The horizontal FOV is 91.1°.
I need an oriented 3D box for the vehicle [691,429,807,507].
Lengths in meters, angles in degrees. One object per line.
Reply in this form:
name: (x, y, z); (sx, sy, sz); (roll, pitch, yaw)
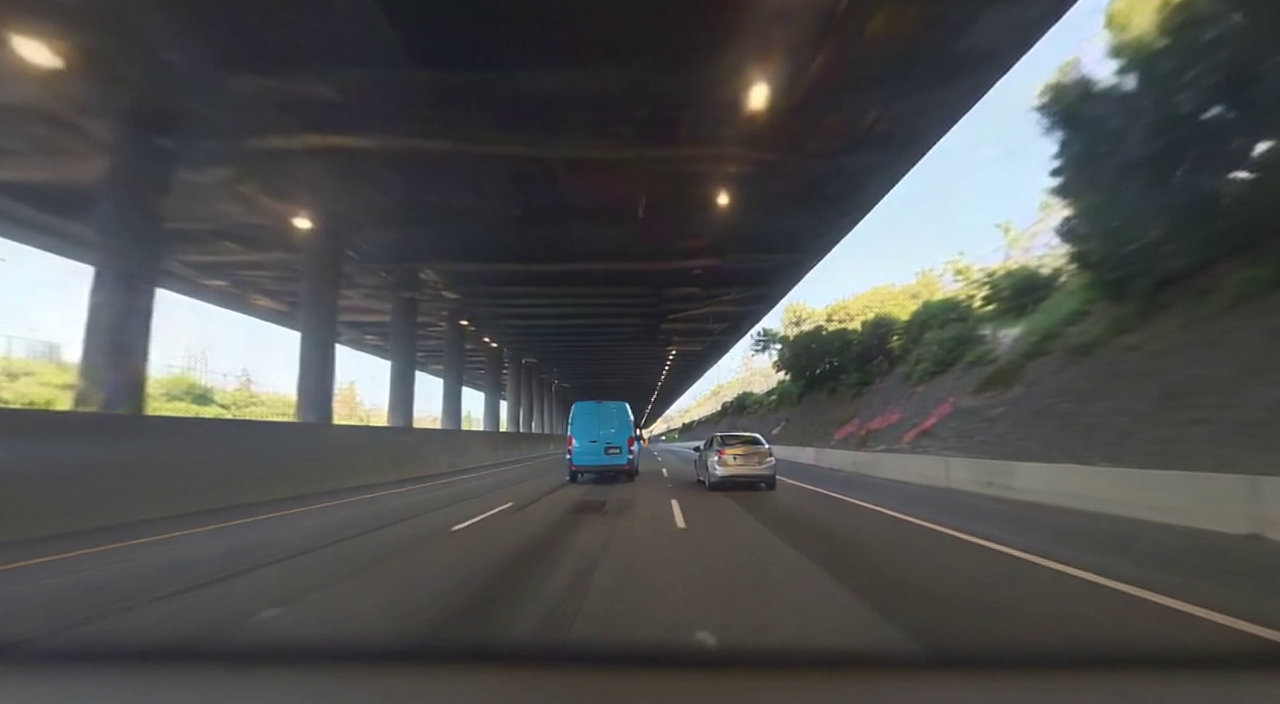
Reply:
vehicle: (2.367, 2.624, 14.782); (2.095, 1.553, 4.069); (-1, -8, 2)

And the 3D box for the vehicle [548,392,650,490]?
vehicle: (-1.017, 2.622, 18.708); (2.404, 2.459, 5.229); (-1, -8, 3)
